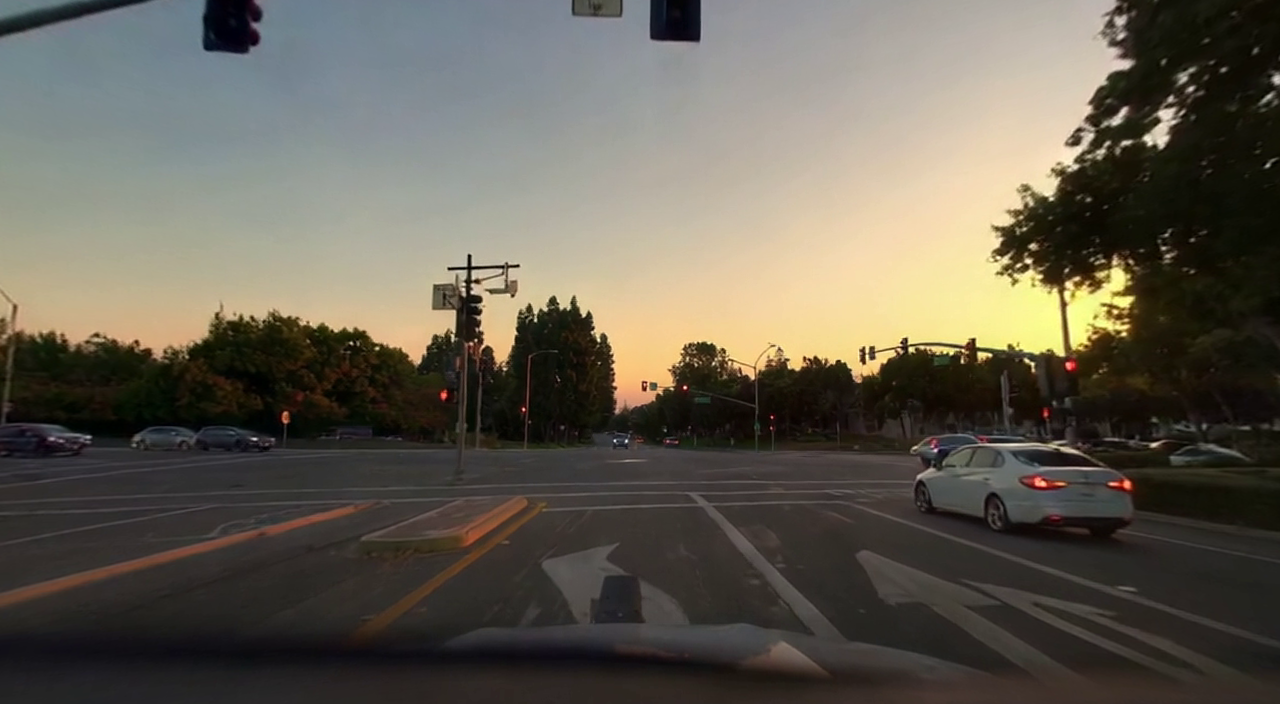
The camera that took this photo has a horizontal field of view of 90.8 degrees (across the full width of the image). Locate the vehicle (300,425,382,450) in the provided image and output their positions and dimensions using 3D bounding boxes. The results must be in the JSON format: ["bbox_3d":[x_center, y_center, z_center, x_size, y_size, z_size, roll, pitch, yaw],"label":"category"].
[{"bbox_3d":[-19.219,5.527,40.622,4.683,1.495,2.119,-3,-9,23],"label":"vehicle"}]

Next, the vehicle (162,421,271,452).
[{"bbox_3d":[-22.467,4.533,33.686,4.331,1.544,1.896,3,-9,-16],"label":"vehicle"}]

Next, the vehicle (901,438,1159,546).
[{"bbox_3d":[6.247,2.237,10.828,1.815,1.417,4.125,2,-8,0],"label":"vehicle"}]
